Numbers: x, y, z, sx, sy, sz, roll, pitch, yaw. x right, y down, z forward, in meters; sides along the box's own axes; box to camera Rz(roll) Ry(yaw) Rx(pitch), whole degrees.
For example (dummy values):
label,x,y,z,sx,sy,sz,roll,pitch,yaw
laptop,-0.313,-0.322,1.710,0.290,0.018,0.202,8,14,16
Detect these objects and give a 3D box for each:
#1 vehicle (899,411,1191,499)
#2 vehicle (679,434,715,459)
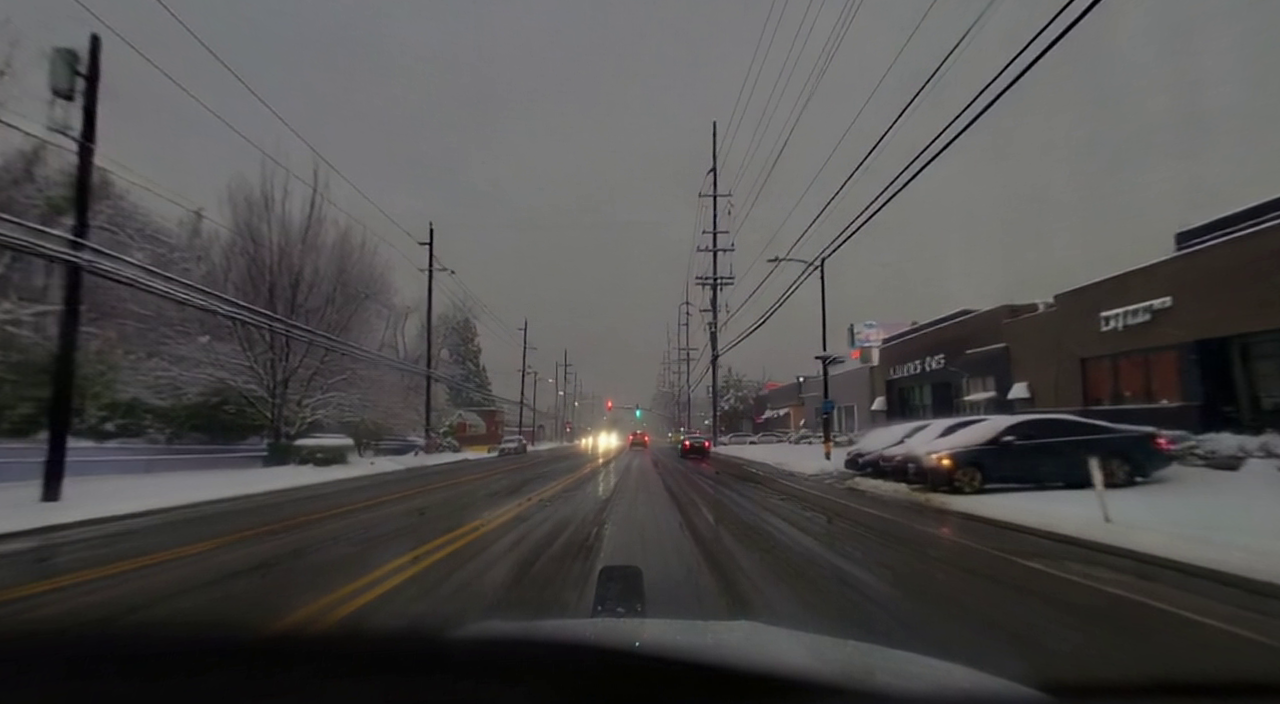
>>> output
label,x,y,z,sx,sy,sz,roll,pitch,yaw
vehicle,10.078,2.599,16.203,5.771,2.013,2.414,-1,-8,0
vehicle,3.611,6.104,40.823,1.926,1.482,4.442,0,-8,0
